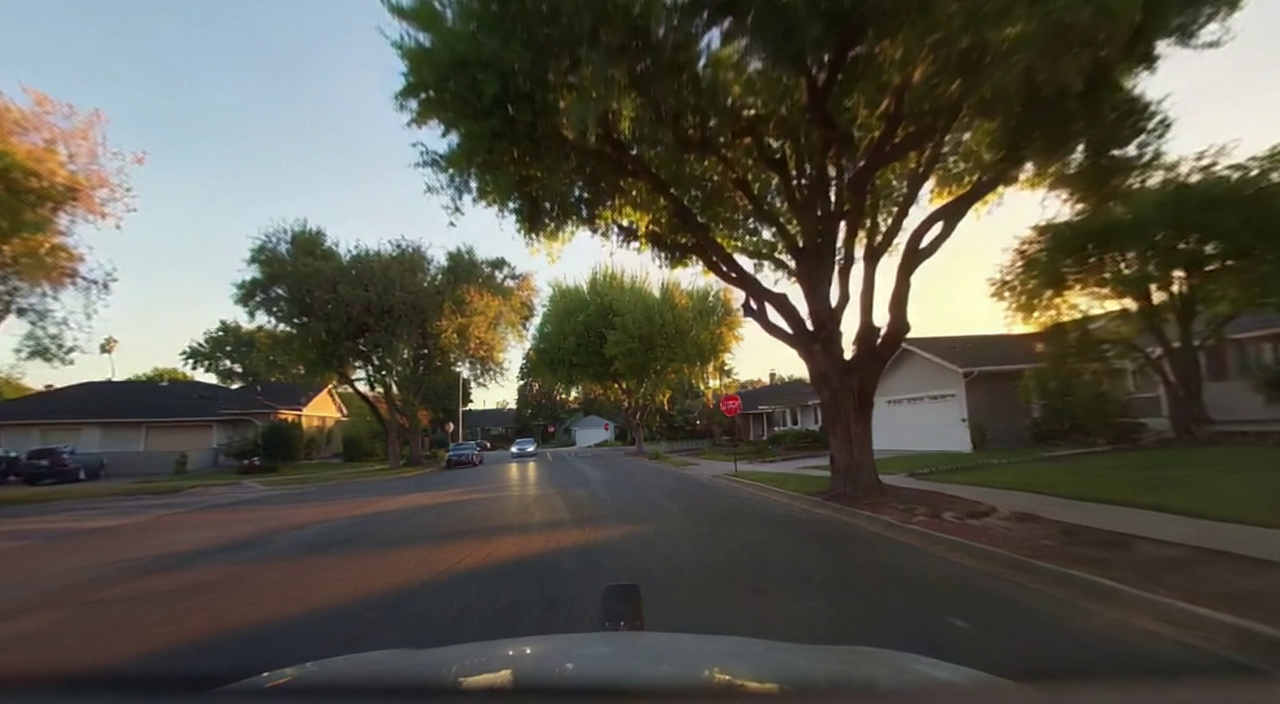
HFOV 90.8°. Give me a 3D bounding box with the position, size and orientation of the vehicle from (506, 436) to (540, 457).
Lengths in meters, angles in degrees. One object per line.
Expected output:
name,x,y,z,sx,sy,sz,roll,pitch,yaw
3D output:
vehicle,-8.792,7.166,47.868,2.146,1.506,4.885,1,-8,-7

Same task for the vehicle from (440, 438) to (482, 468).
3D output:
vehicle,-10.397,5.879,36.995,1.994,1.656,4.334,2,-9,-12

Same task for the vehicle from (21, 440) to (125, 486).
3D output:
vehicle,-24.210,4.700,27.237,1.973,1.787,5.045,4,-9,-27
